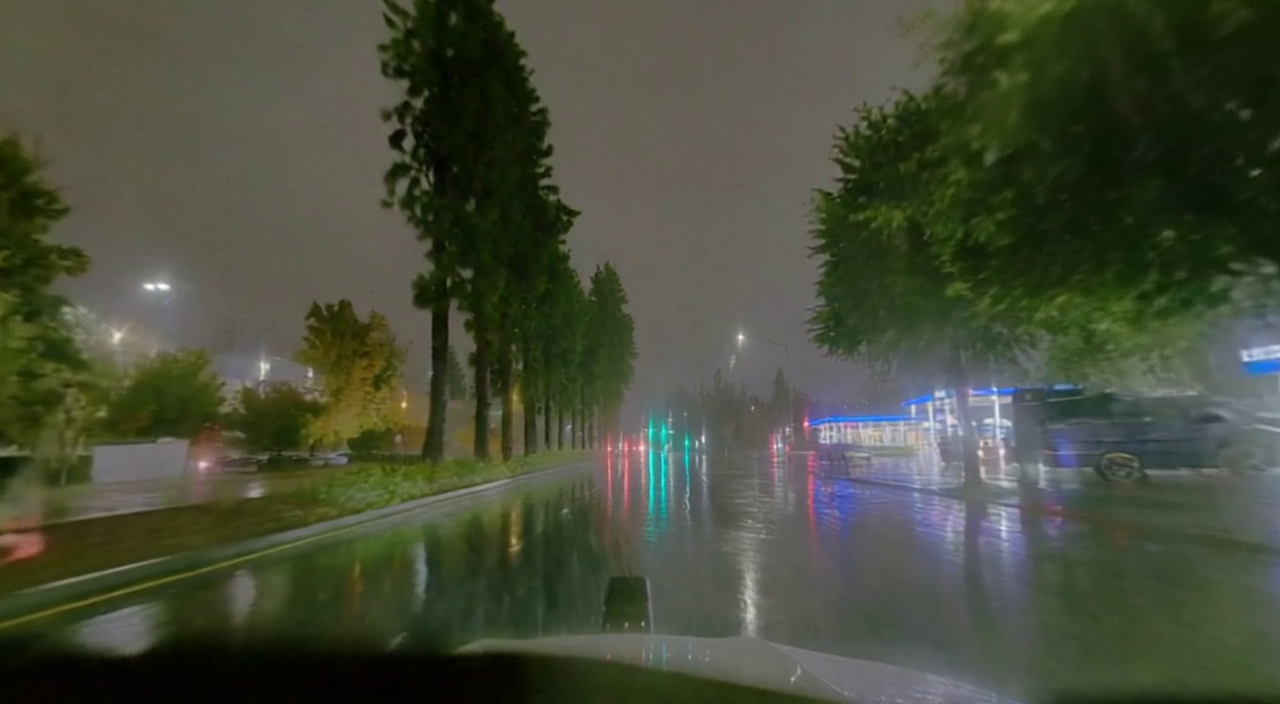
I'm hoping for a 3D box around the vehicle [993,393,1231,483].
[{"bbox_3d":[15.128,2.801,20.518,5.820,2.752,2.234,0,-8,-1],"label":"vehicle"}]

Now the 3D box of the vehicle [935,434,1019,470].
[{"bbox_3d":[17.357,5.164,32.710,1.806,1.721,3.978,1,-8,-6],"label":"vehicle"}]

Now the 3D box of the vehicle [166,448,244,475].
[{"bbox_3d":[-30.951,7.766,45.051,2.059,1.782,5.016,1,-8,-1],"label":"vehicle"}]

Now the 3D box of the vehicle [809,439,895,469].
[{"bbox_3d":[12.500,6.017,37.254,4.359,1.656,1.894,2,-9,-12],"label":"vehicle"}]
